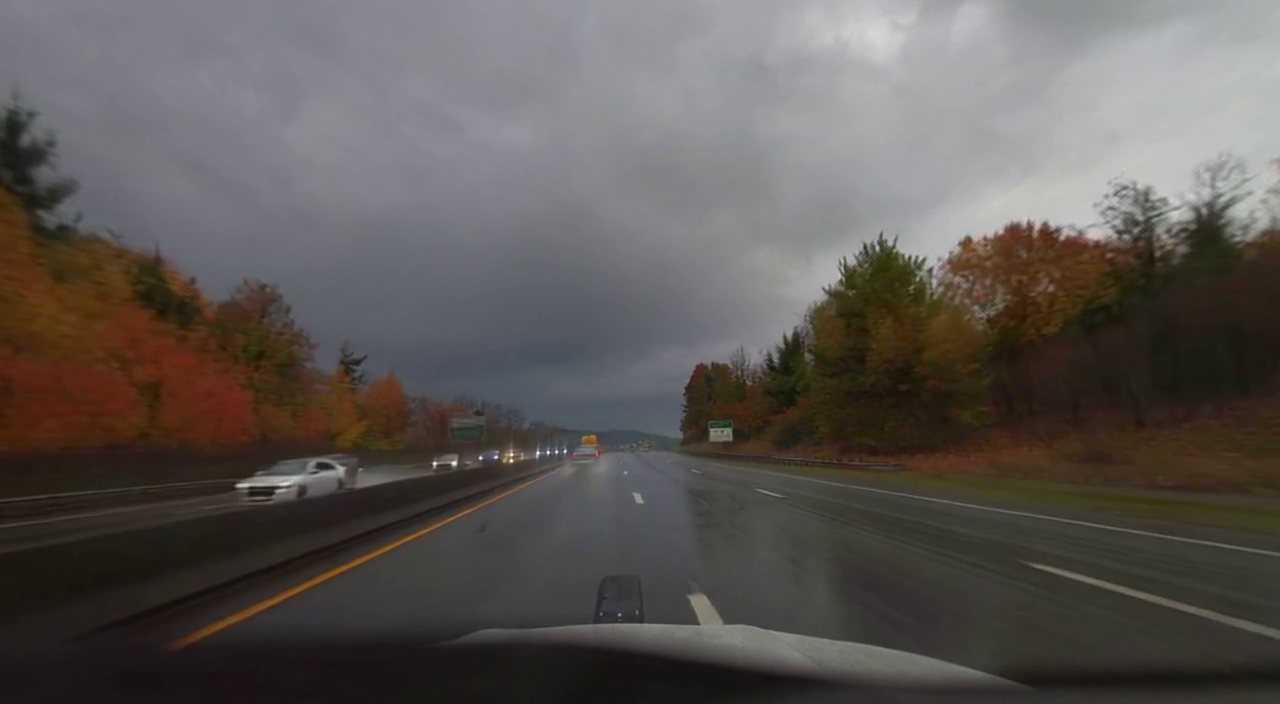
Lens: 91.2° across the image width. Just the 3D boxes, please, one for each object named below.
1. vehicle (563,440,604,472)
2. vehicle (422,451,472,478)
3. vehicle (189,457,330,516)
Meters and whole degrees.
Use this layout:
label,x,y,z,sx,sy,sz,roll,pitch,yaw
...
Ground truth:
label,x,y,z,sx,sy,sz,roll,pitch,yaw
vehicle,-3.183,5.977,36.068,2.168,1.705,4.272,0,-9,-3
vehicle,-11.808,6.895,38.661,1.911,1.550,4.269,0,-9,-3
vehicle,-11.309,3.975,18.992,1.923,1.513,3.904,0,-9,-3
